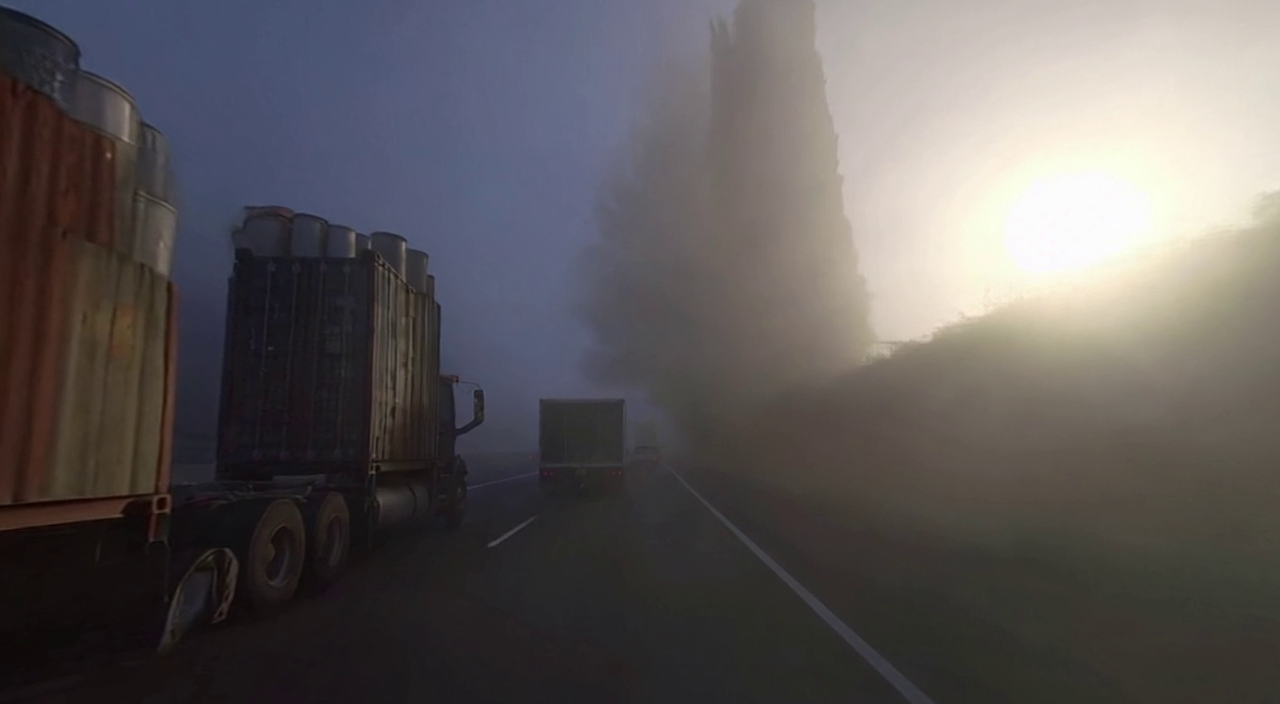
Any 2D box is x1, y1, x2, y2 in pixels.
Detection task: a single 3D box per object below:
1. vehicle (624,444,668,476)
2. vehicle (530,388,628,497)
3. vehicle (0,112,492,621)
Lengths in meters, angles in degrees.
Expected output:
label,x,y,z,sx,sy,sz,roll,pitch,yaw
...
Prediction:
label,x,y,z,sx,sy,sz,roll,pitch,yaw
vehicle,0.267,5.439,32.005,2.041,1.462,4.548,0,-8,0
vehicle,-2.232,3.208,22.366,2.798,3.071,8.412,1,-8,-7
vehicle,-4.110,0.431,7.806,2.998,3.992,5.800,0,-8,1
